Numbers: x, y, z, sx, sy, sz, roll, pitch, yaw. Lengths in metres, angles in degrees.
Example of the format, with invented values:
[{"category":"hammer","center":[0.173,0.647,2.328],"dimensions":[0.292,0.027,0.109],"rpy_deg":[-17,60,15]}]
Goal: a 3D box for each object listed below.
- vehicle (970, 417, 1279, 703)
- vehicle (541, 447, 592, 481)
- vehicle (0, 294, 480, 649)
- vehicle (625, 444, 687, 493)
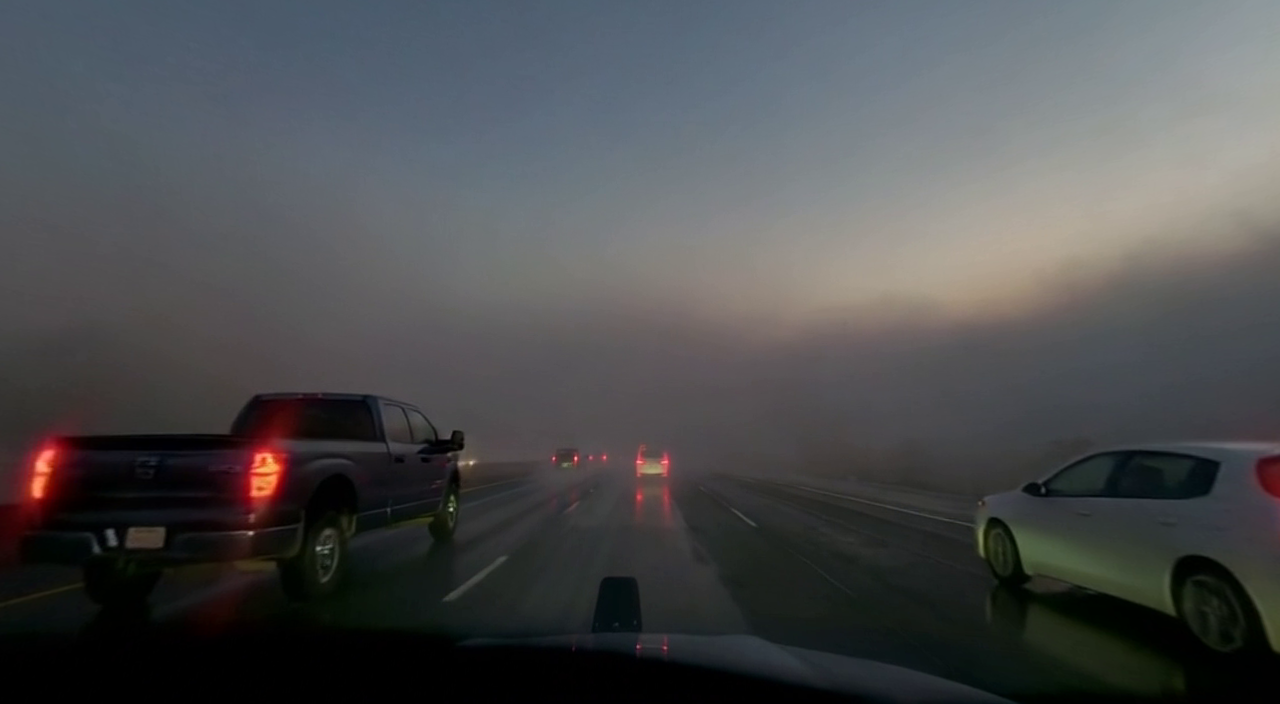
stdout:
[{"category":"vehicle","center":[4.331,1.242,4.242],"dimensions":[1.961,1.491,4.035],"rpy_deg":[0,-9,0]},{"category":"vehicle","center":[-3.535,5.452,30.783],"dimensions":[1.940,1.502,4.463],"rpy_deg":[0,-9,0]},{"category":"vehicle","center":[-3.951,1.255,7.397],"dimensions":[2.523,2.458,6.022],"rpy_deg":[0,-9,0]},{"category":"vehicle","center":[0.492,4.095,22.339],"dimensions":[2.015,1.526,4.286],"rpy_deg":[0,-9,-1]}]
